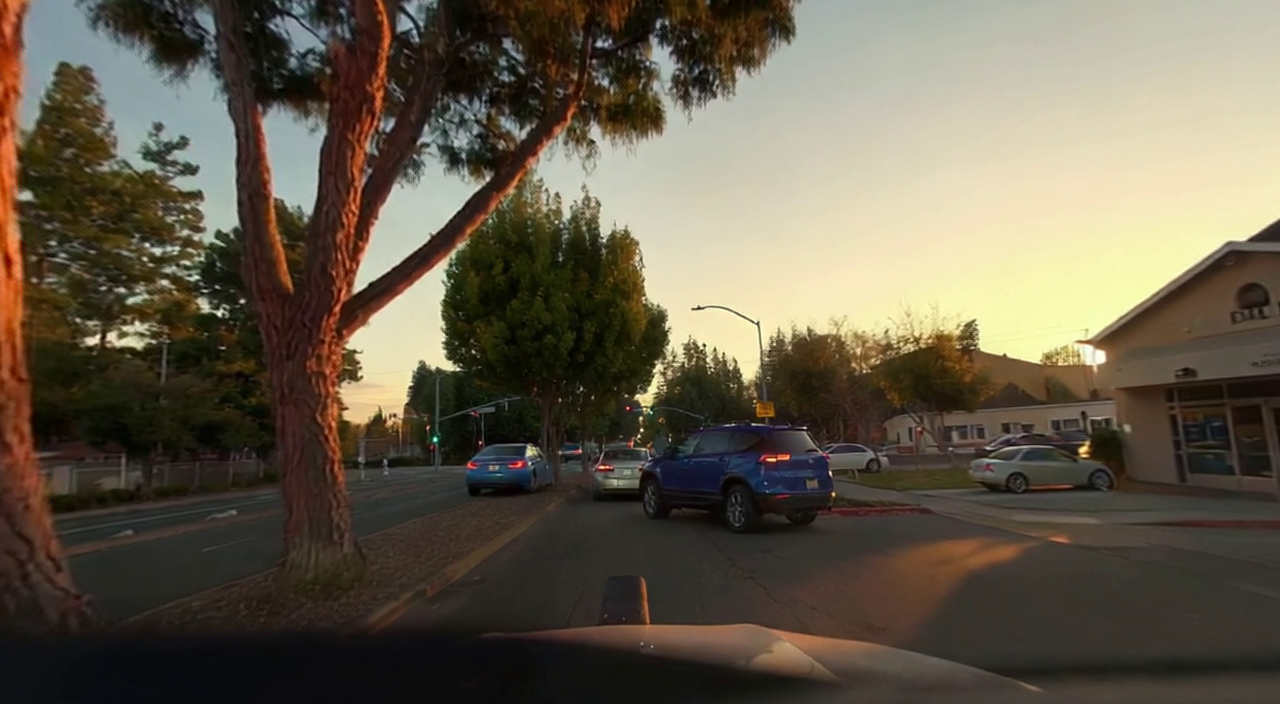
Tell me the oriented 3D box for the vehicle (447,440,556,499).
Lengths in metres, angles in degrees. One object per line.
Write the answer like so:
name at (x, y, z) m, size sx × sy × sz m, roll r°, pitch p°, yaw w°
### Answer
vehicle at (-3.800, 3.294, 18.080) m, size 2.026 × 1.466 × 4.282 m, roll 0°, pitch -8°, yaw 2°

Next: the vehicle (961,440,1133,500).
vehicle at (12.263, 3.559, 19.114) m, size 3.871 × 1.525 × 1.835 m, roll -3°, pitch -9°, yaw 0°

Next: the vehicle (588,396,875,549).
vehicle at (1.236, 1.913, 10.597) m, size 2.052 × 1.955 × 4.642 m, roll 6°, pitch -11°, yaw -36°
